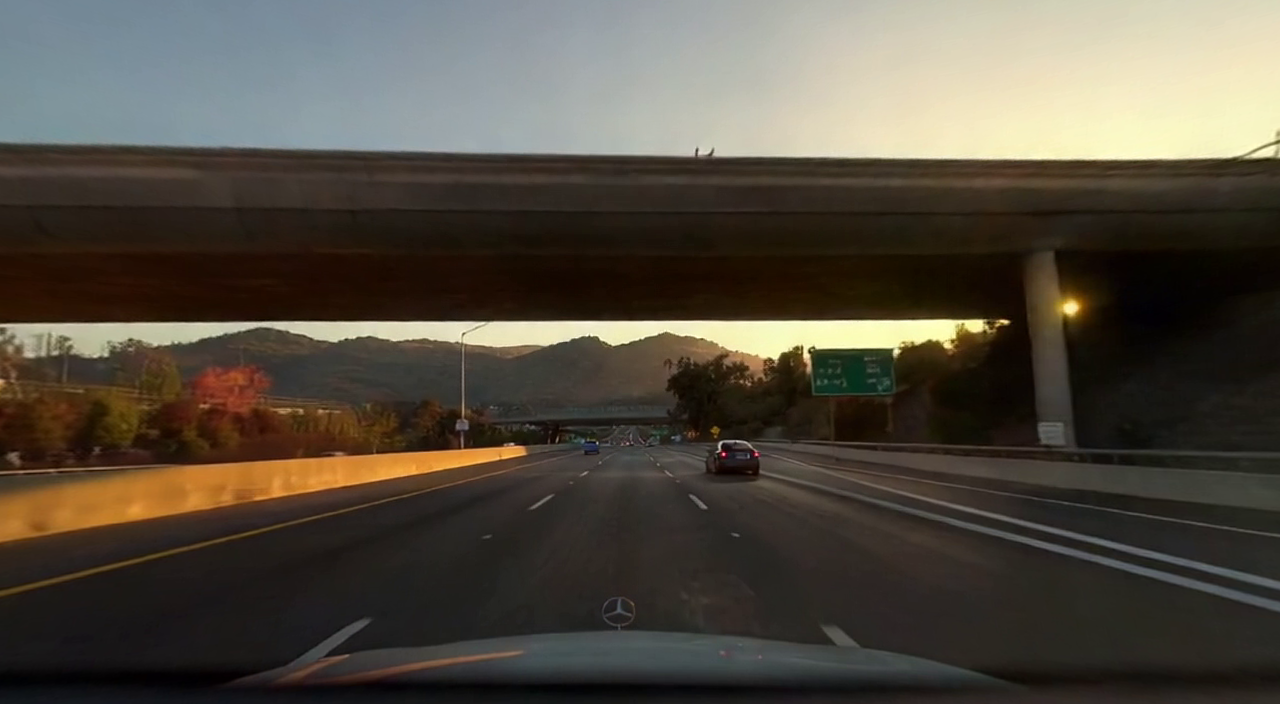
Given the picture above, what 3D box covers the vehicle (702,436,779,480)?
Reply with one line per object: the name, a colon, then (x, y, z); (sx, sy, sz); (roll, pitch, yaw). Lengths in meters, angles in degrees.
vehicle: (3.657, 3.950, 23.835); (2.060, 1.485, 4.274); (0, -9, -2)
